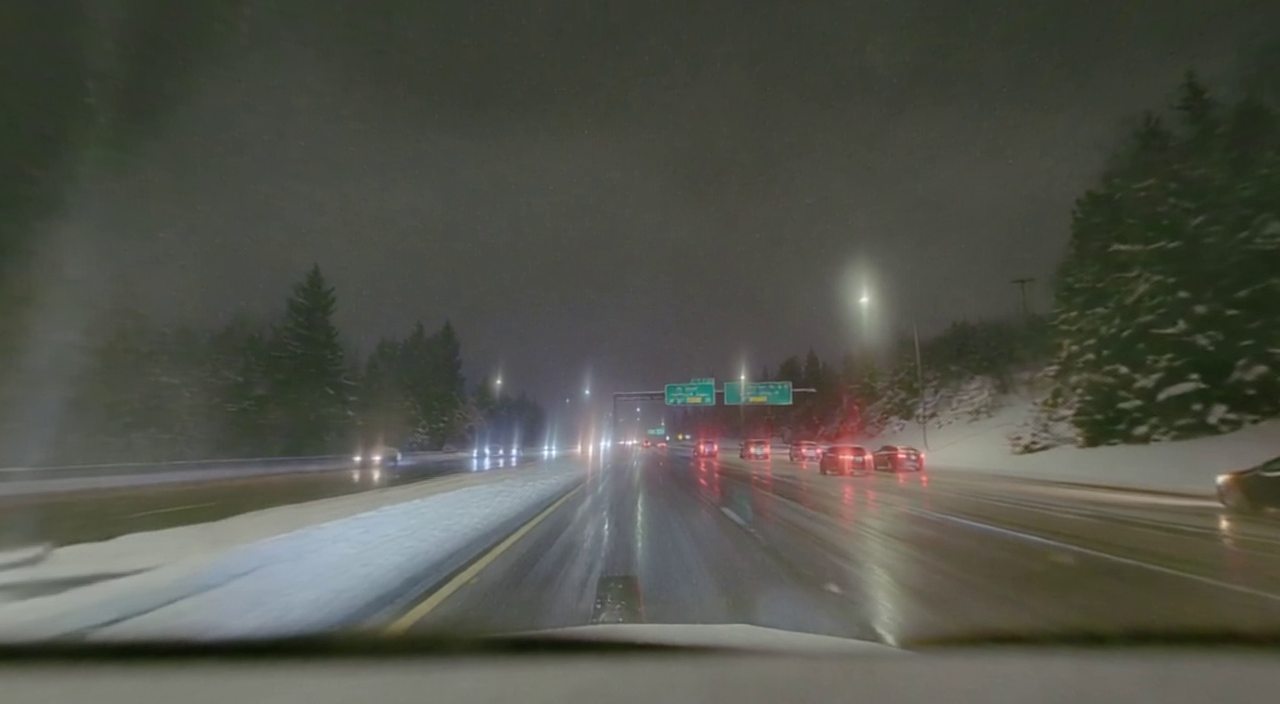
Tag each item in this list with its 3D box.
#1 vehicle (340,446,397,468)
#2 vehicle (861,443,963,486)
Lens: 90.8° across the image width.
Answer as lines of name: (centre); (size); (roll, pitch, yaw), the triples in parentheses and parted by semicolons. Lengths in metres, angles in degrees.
vehicle: (-18.972, 7.377, 44.445); (1.996, 1.458, 4.528); (0, -9, 0)
vehicle: (9.874, 4.081, 23.291); (1.836, 1.418, 4.132); (0, -9, -1)
